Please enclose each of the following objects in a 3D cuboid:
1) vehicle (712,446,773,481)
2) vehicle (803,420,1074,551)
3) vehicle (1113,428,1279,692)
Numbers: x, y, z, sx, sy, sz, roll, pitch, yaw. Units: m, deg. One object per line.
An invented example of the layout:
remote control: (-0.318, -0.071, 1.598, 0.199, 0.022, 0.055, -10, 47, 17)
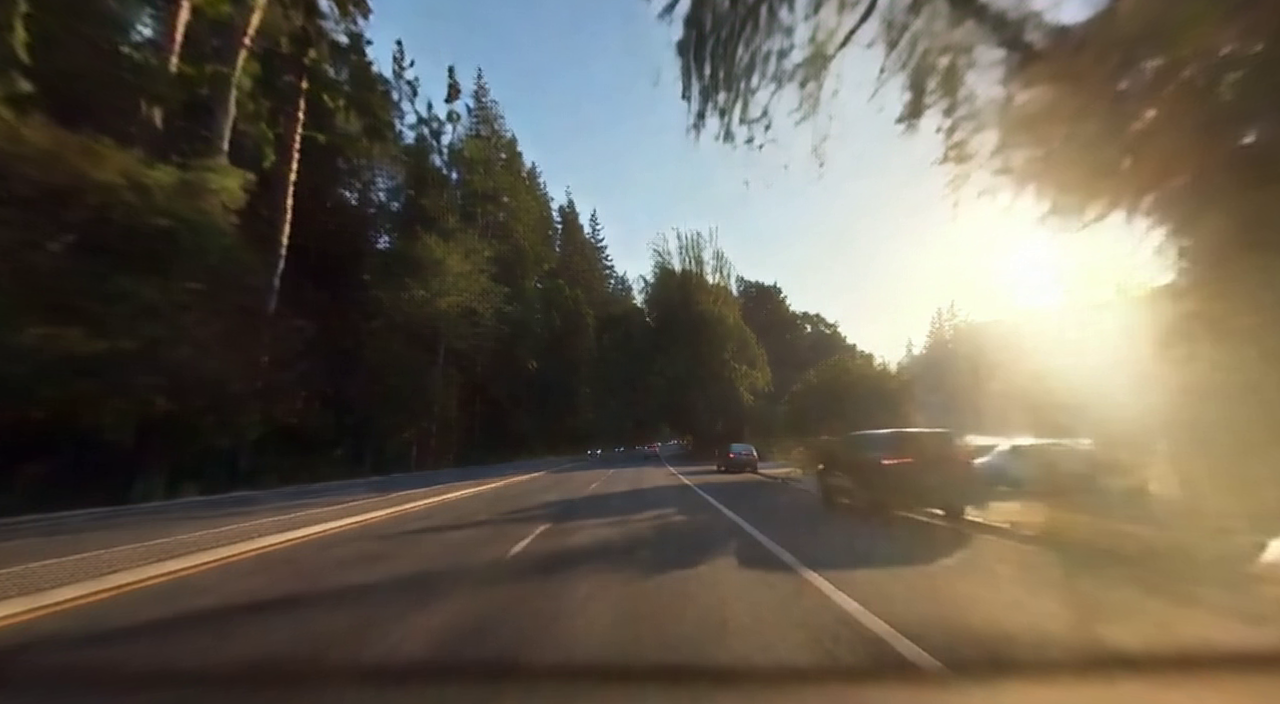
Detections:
vehicle: (4.779, 5.287, 30.217, 2.184, 1.496, 4.615, 0, -9, 0)
vehicle: (4.625, 2.152, 10.886, 2.205, 1.728, 4.855, 0, -9, -1)
vehicle: (4.657, 1.035, 2.512, 1.920, 1.514, 4.746, 0, -9, 1)
